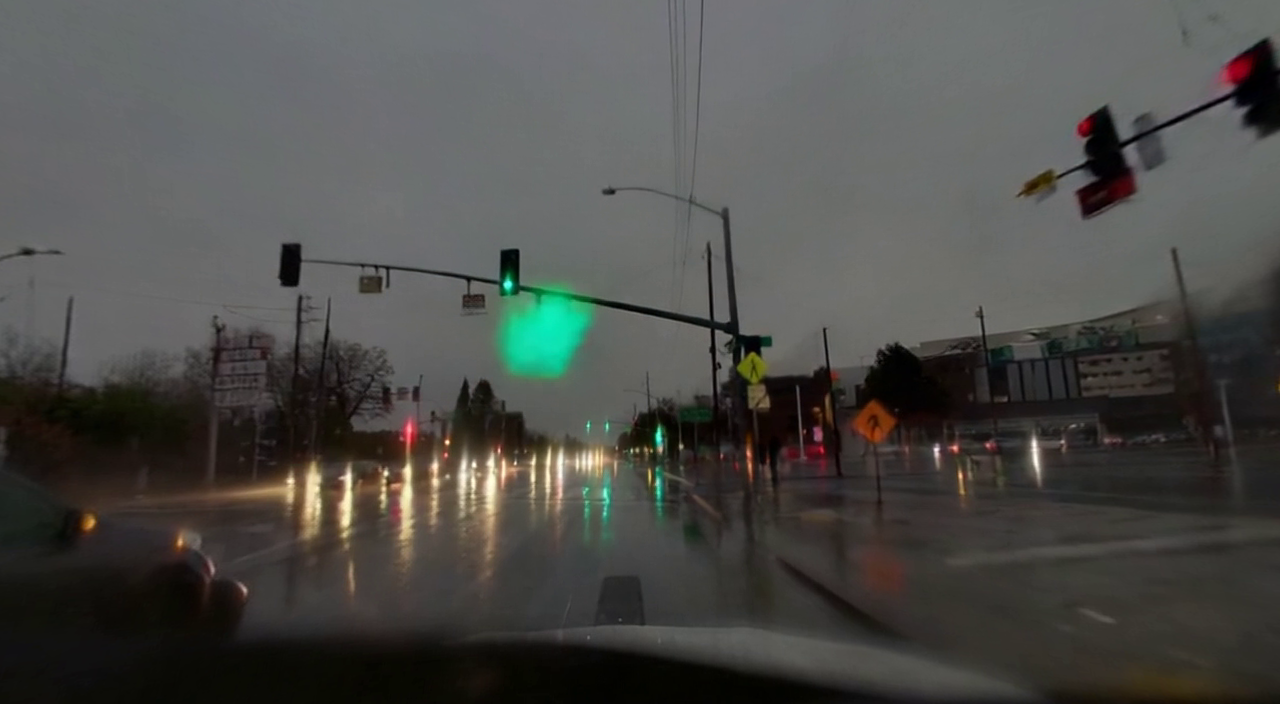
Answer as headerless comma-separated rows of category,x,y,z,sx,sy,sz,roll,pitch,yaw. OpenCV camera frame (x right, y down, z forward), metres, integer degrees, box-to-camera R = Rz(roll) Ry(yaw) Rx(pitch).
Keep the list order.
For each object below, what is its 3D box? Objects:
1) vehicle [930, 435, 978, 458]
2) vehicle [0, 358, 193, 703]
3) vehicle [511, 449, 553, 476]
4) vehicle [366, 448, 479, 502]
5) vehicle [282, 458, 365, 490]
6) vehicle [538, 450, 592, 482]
vehicle,24.451,7.355,49.082,1.690,1.559,3.521,4,-7,-6
vehicle,-3.407,0.650,1.013,2.042,1.673,4.516,0,-9,-1
vehicle,-7.004,7.245,41.264,2.012,1.664,3.917,0,-9,0
vehicle,-6.711,3.832,20.039,1.960,1.479,4.654,0,-9,0
vehicle,-16.267,6.272,32.680,2.000,1.527,4.786,1,-9,-3
vehicle,-3.708,5.742,31.944,2.147,1.472,4.406,0,-9,1
